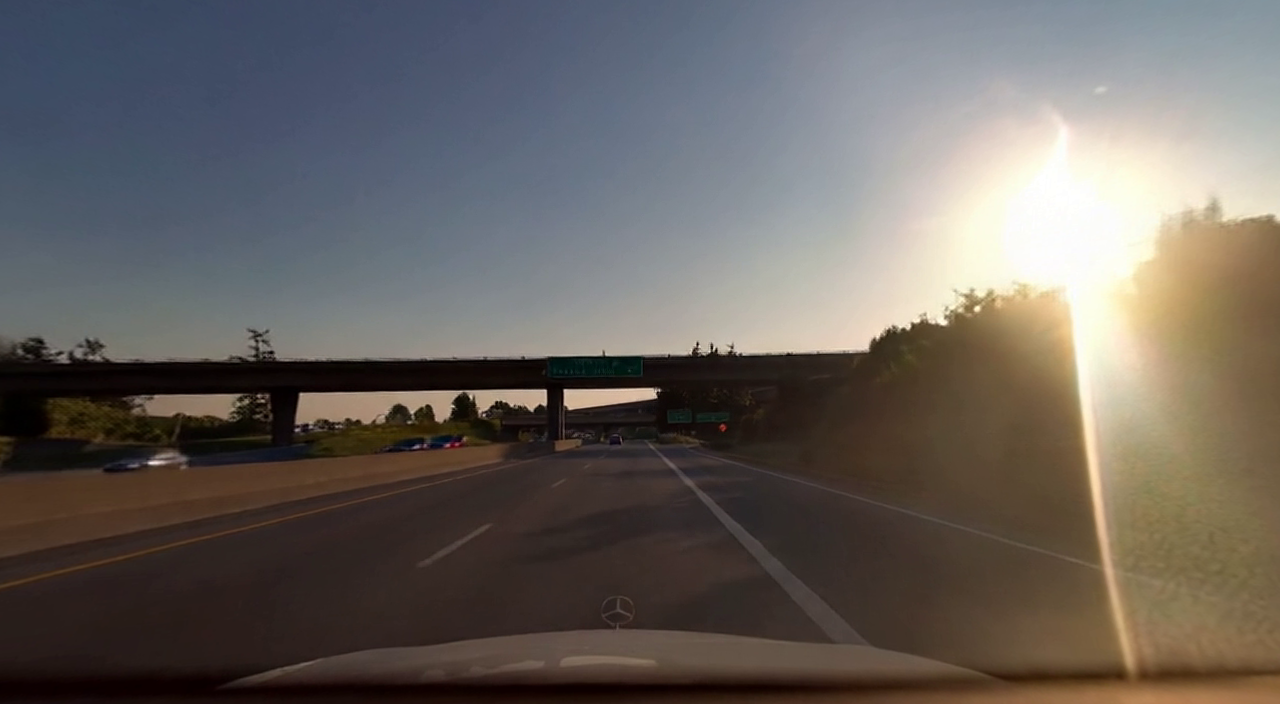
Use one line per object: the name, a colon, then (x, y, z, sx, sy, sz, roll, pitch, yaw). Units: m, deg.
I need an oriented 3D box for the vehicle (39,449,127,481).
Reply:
vehicle: (-29.105, 5.864, 33.088, 1.956, 1.440, 4.158, 3, -8, -20)

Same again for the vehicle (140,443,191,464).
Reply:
vehicle: (-37.024, 7.901, 49.270, 1.989, 1.496, 4.580, 3, -8, -22)

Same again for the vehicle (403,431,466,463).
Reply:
vehicle: (-12.017, 5.548, 37.146, 2.179, 1.752, 4.402, 0, -8, 1)
